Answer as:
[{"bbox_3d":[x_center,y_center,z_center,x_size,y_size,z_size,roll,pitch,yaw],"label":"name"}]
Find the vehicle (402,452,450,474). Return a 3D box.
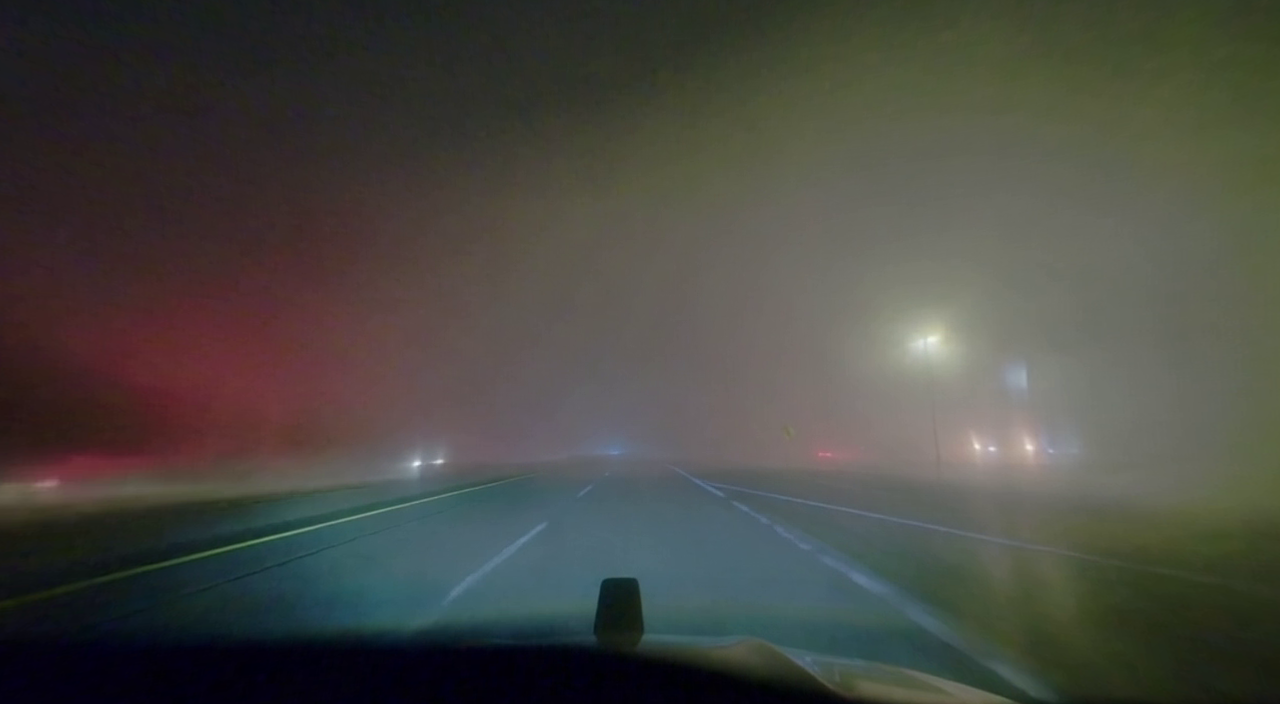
[{"bbox_3d":[-16.086,8.342,47.665,1.879,1.491,4.801,0,-9,1],"label":"vehicle"}]
